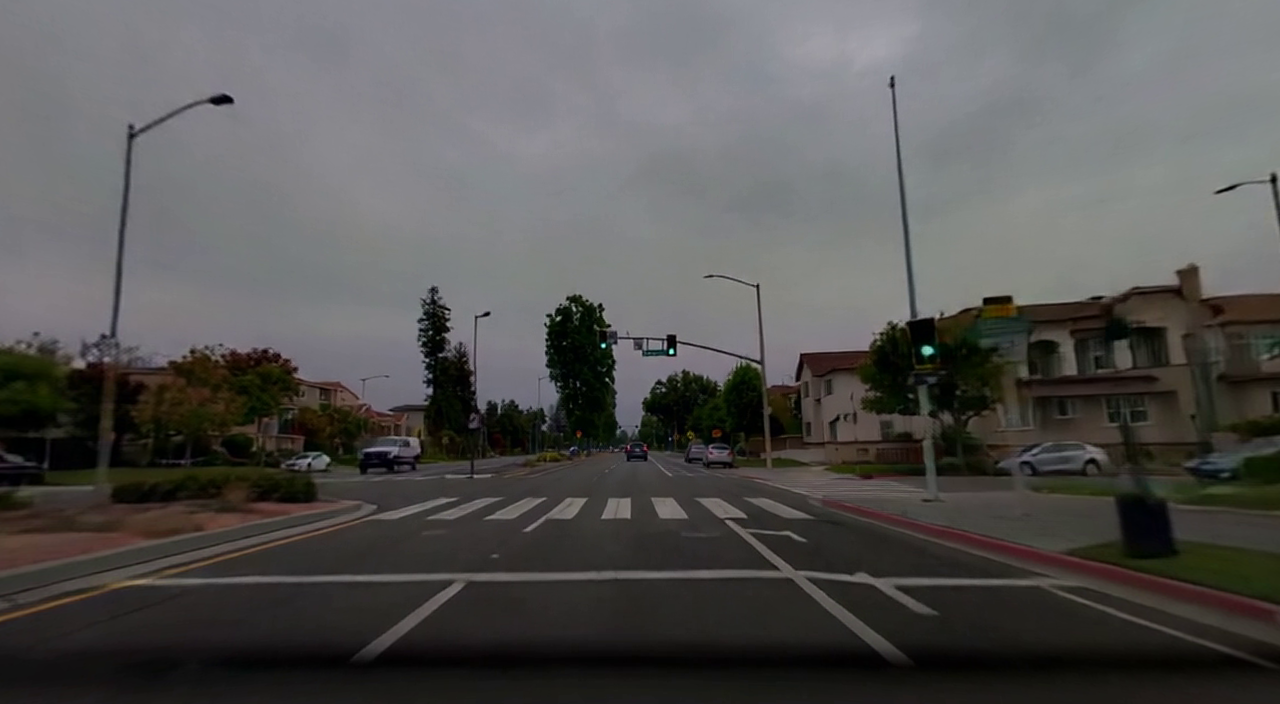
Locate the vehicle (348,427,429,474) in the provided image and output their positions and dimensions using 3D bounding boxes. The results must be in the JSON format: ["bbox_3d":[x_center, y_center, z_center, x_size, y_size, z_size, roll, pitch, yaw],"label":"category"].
[{"bbox_3d":[-16.773,6.619,42.686,2.620,2.901,6.931,0,-9,0],"label":"vehicle"}]

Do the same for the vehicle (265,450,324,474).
[{"bbox_3d":[-25.979,8.277,47.724,1.912,1.681,4.625,0,-9,-1],"label":"vehicle"}]

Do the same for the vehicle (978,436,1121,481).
[{"bbox_3d":[16.844,4.389,26.148,4.561,1.723,2.030,0,-9,-5],"label":"vehicle"}]

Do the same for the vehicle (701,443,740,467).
[{"bbox_3d":[5.544,7.160,44.042,2.066,1.552,4.799,0,-8,-1],"label":"vehicle"}]
